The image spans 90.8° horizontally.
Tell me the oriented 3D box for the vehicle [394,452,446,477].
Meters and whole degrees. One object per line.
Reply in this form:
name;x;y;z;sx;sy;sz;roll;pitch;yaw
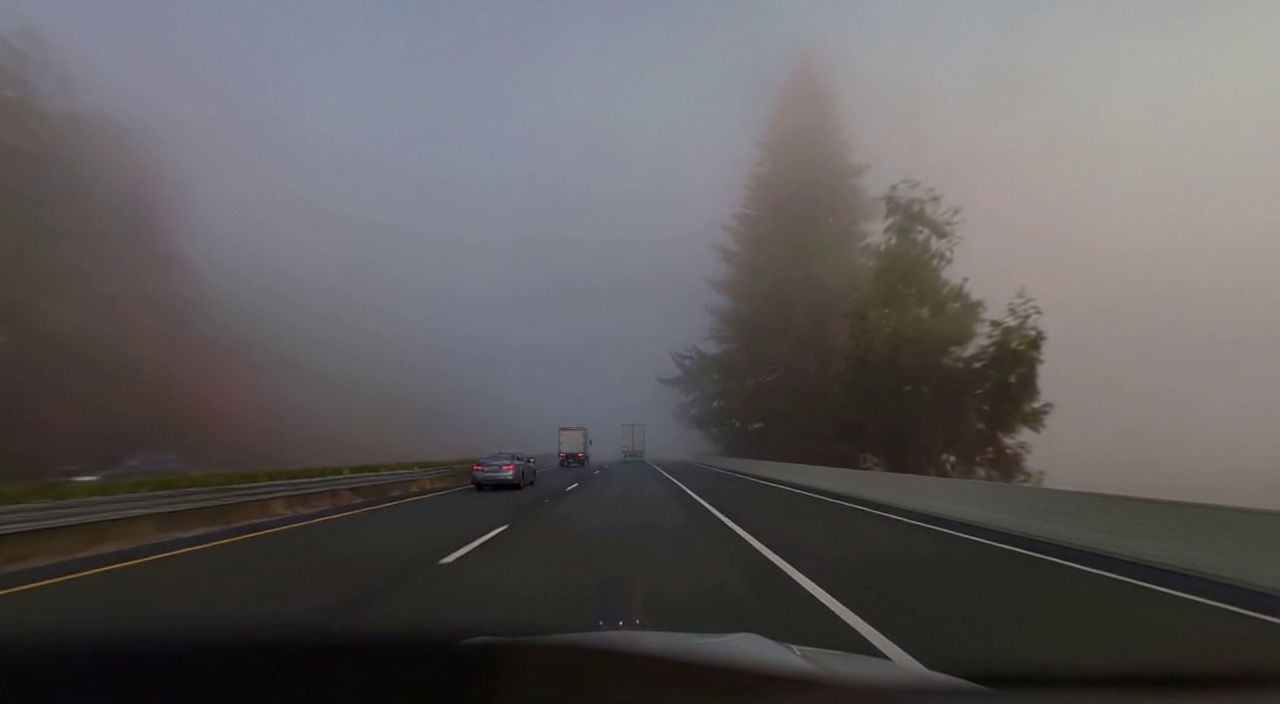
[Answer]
vehicle;-13.646;6.972;39.277;1.904;1.435;3.558;0;-9;0

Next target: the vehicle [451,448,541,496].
vehicle;-4.813;4.075;21.851;1.979;1.459;4.643;0;-9;0

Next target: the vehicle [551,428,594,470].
vehicle;-4.764;7.015;45.539;2.368;2.813;6.329;0;-9;0

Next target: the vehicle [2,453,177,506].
vehicle;-17.744;4.087;20.681;1.865;1.509;4.237;0;-9;0
